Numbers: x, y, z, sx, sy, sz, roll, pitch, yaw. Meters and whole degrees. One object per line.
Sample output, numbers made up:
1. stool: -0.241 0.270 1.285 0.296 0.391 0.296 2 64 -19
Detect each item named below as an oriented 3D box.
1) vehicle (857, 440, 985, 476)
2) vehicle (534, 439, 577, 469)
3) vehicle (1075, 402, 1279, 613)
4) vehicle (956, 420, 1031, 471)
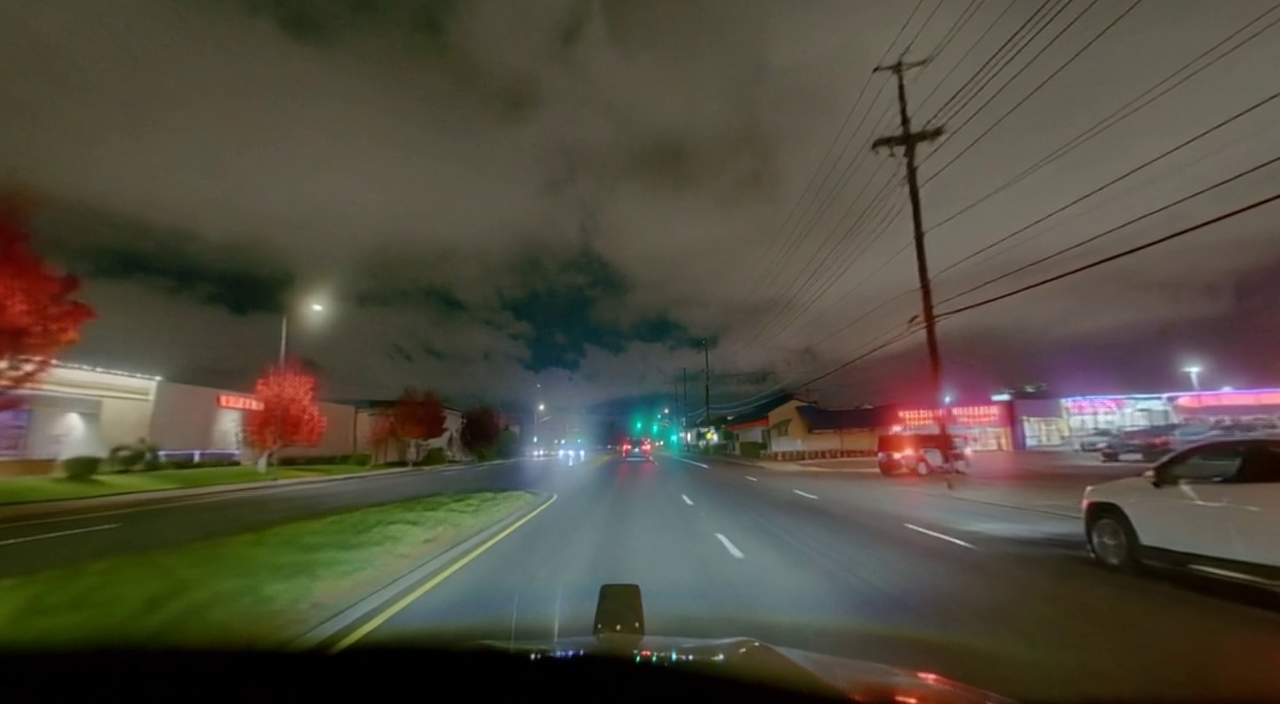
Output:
1. vehicle: 14.568 5.468 32.854 5.733 1.610 2.253 0 -8 -11
2. vehicle: -5.771 7.004 43.648 2.278 1.828 4.970 -2 -8 0
3. vehicle: 6.235 1.286 5.262 1.995 1.705 4.434 0 -9 -1
4. vehicle: 19.116 5.069 34.233 2.918 2.614 1.930 3 -9 -18
